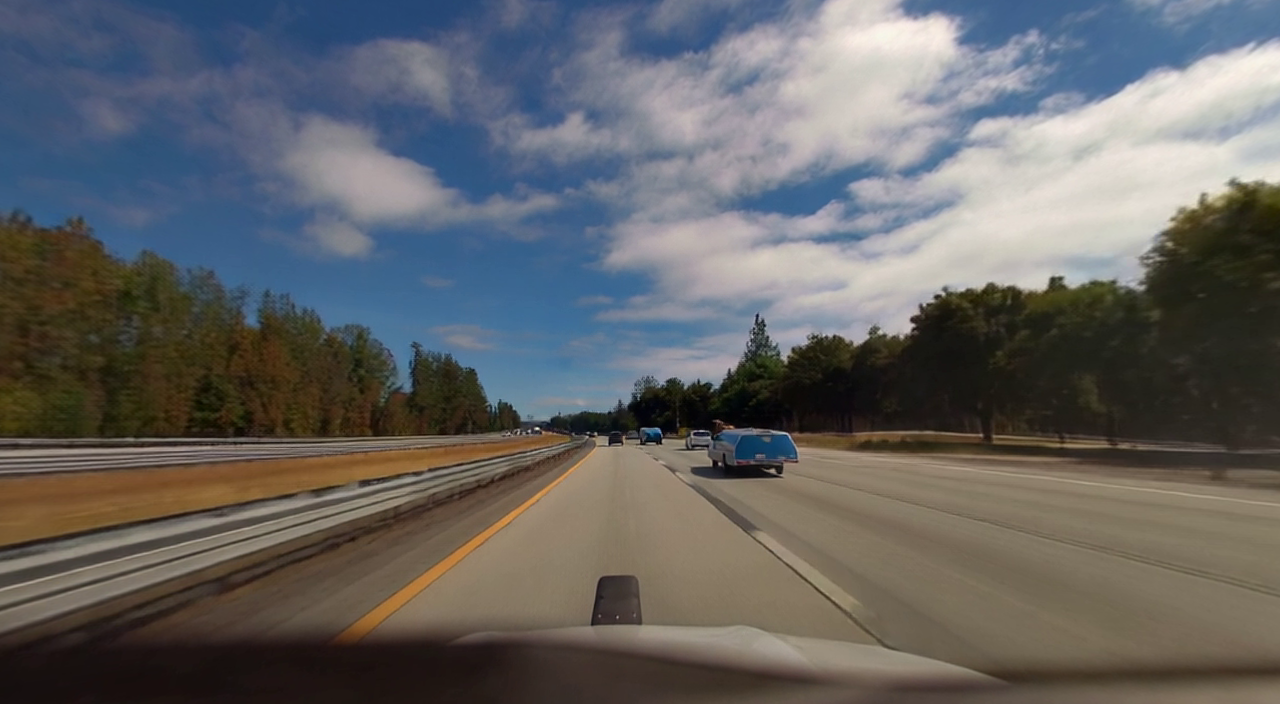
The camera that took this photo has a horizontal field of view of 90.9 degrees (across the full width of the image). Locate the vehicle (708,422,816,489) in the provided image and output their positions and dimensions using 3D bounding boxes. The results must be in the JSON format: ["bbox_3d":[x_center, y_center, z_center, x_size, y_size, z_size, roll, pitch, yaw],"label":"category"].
[{"bbox_3d":[3.128,2.726,17.004,2.002,1.569,3.845,0,-8,-2],"label":"vehicle"}]
